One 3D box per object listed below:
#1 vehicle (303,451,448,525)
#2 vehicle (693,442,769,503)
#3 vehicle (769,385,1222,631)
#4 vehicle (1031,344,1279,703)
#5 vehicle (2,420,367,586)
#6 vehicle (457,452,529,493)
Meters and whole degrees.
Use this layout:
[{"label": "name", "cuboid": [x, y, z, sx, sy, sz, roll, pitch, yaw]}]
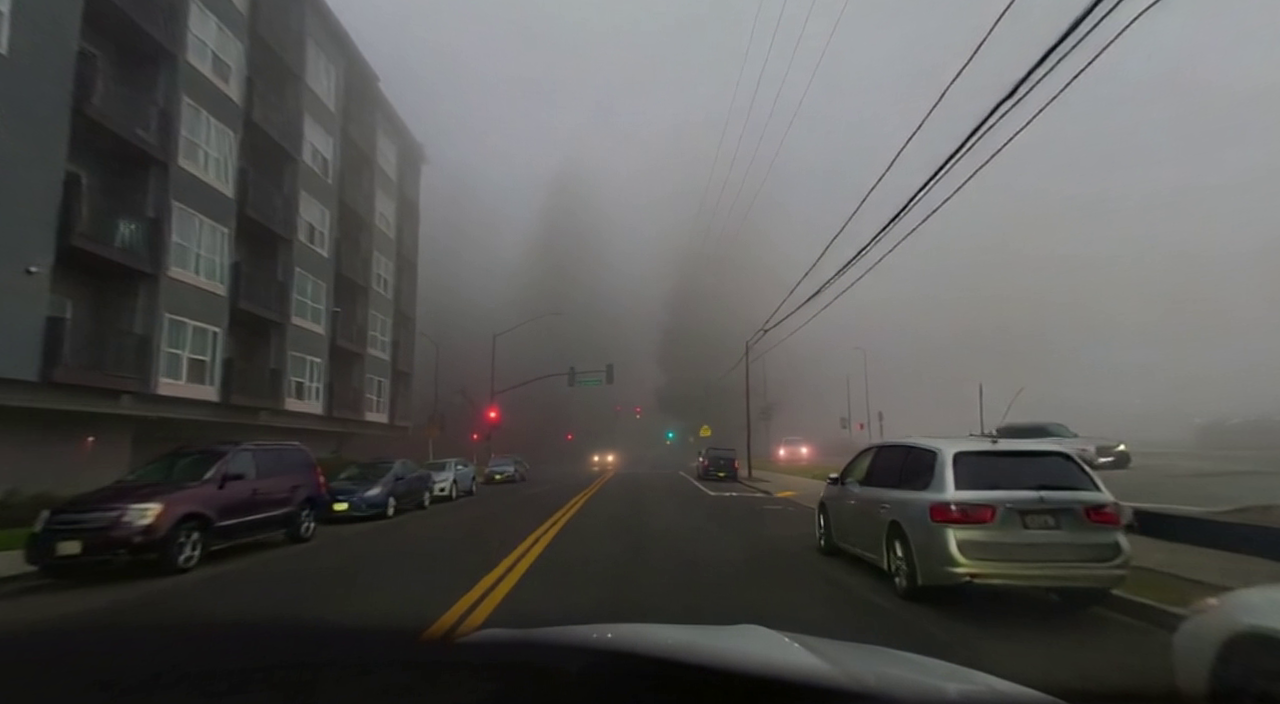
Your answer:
[{"label": "vehicle", "cuboid": [-6.173, 3.174, 15.364, 1.789, 1.462, 4.313, 0, -8, -2]}, {"label": "vehicle", "cuboid": [3.122, 4.219, 22.727, 2.034, 1.689, 4.978, 0, -5, 0]}, {"label": "vehicle", "cuboid": [3.106, 1.494, 7.012, 2.408, 1.815, 4.462, 0, -9, 0]}, {"label": "vehicle", "cuboid": [3.212, 0.663, 1.053, 2.153, 1.685, 4.586, 0, -8, 0]}, {"label": "vehicle", "cuboid": [-6.085, 2.027, 9.413, 1.993, 1.817, 4.619, 0, -8, -1]}, {"label": "vehicle", "cuboid": [-5.975, 4.935, 26.237, 1.934, 1.484, 4.630, 0, -8, 0]}]
